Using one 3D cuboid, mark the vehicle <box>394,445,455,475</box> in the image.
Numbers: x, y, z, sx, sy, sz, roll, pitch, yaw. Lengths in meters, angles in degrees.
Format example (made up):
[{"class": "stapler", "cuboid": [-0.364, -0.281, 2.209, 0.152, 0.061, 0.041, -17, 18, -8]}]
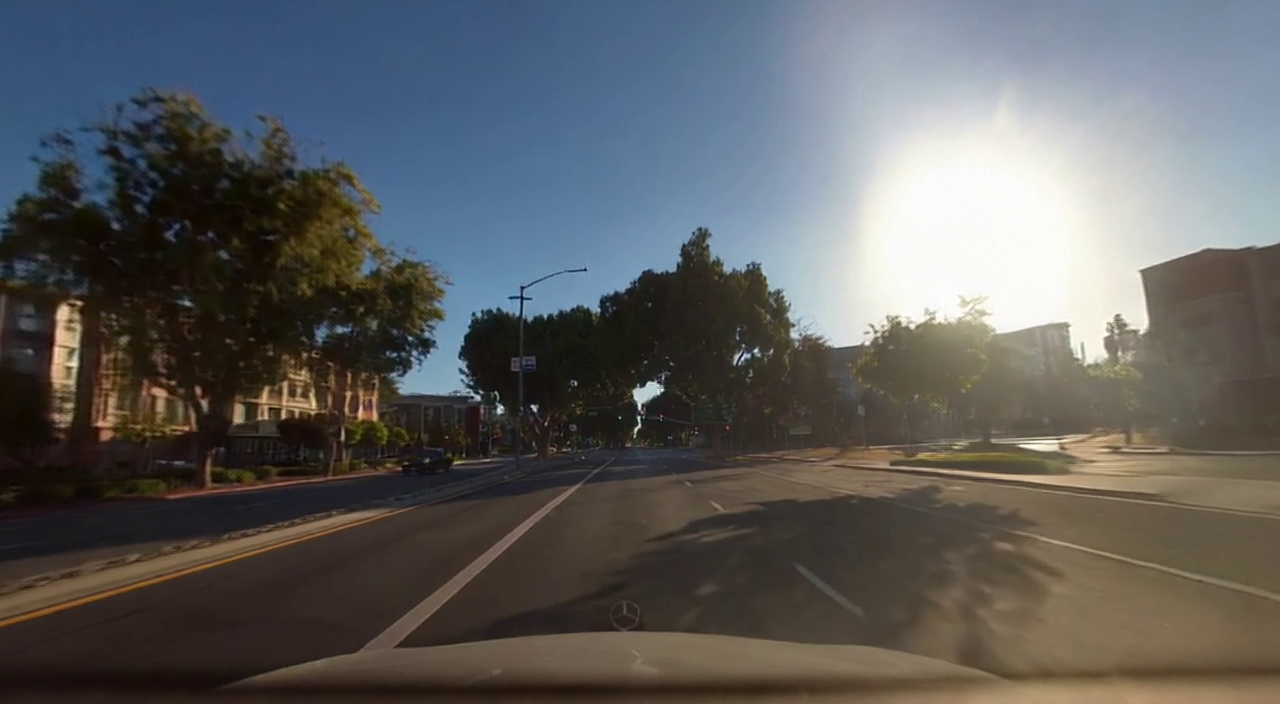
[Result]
[{"class": "vehicle", "cuboid": [-12.959, 6.501, 38.258, 2.090, 1.691, 4.497, 0, -9, 0]}]
